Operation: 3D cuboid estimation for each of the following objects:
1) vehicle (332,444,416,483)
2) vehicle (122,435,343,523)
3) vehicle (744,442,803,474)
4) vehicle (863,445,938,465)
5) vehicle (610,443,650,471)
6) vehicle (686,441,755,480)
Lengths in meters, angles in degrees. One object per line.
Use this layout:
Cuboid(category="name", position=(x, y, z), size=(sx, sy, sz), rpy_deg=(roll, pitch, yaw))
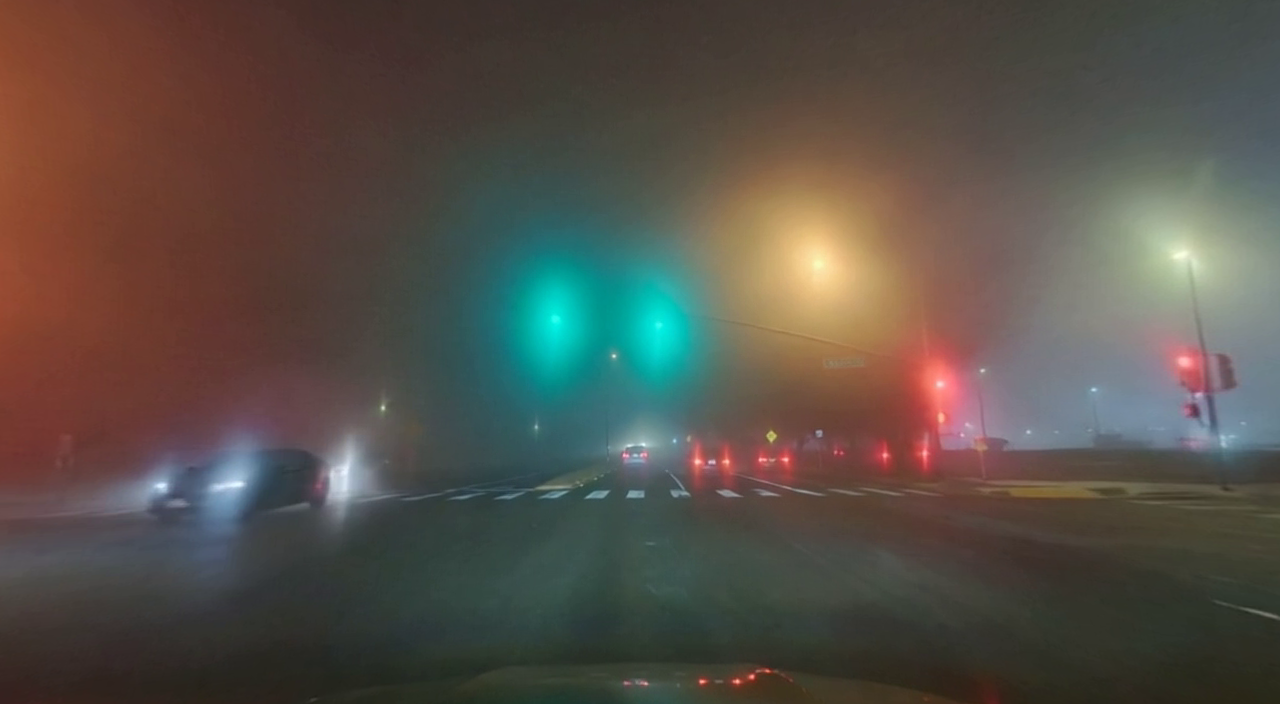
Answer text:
Cuboid(category="vehicle", position=(-12.357, 5.177, 29.705), size=(2.004, 1.669, 4.487), rpy_deg=(0, -8, 0))
Cuboid(category="vehicle", position=(-8.997, 2.807, 14.582), size=(2.160, 1.689, 4.451), rpy_deg=(0, -8, -1))
Cuboid(category="vehicle", position=(6.643, 5.329, 31.977), size=(1.861, 1.473, 4.393), rpy_deg=(0, -8, -2))
Cuboid(category="vehicle", position=(19.449, 7.709, 47.299), size=(4.712, 1.460, 1.893), rpy_deg=(0, -9, -3))
Cuboid(category="vehicle", position=(-0.549, 5.901, 35.825), size=(2.143, 1.480, 4.006), rpy_deg=(0, -8, -1))
Cuboid(category="vehicle", position=(3.306, 4.556, 26.925), size=(2.226, 1.490, 4.593), rpy_deg=(0, -8, -2))
